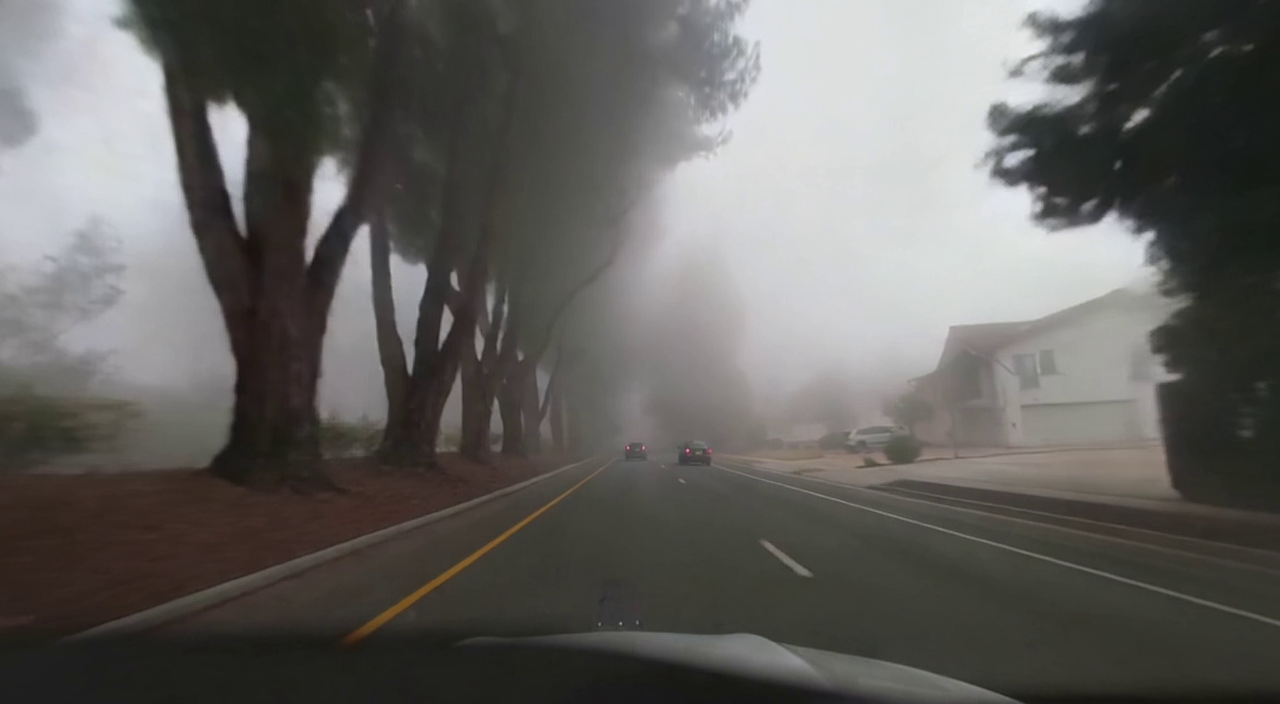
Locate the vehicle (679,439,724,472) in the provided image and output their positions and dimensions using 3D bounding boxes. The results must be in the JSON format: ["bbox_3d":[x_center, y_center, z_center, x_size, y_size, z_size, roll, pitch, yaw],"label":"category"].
[{"bbox_3d":[3.249,5.558,34.068,1.888,1.640,4.044,0,-8,-2],"label":"vehicle"}]
